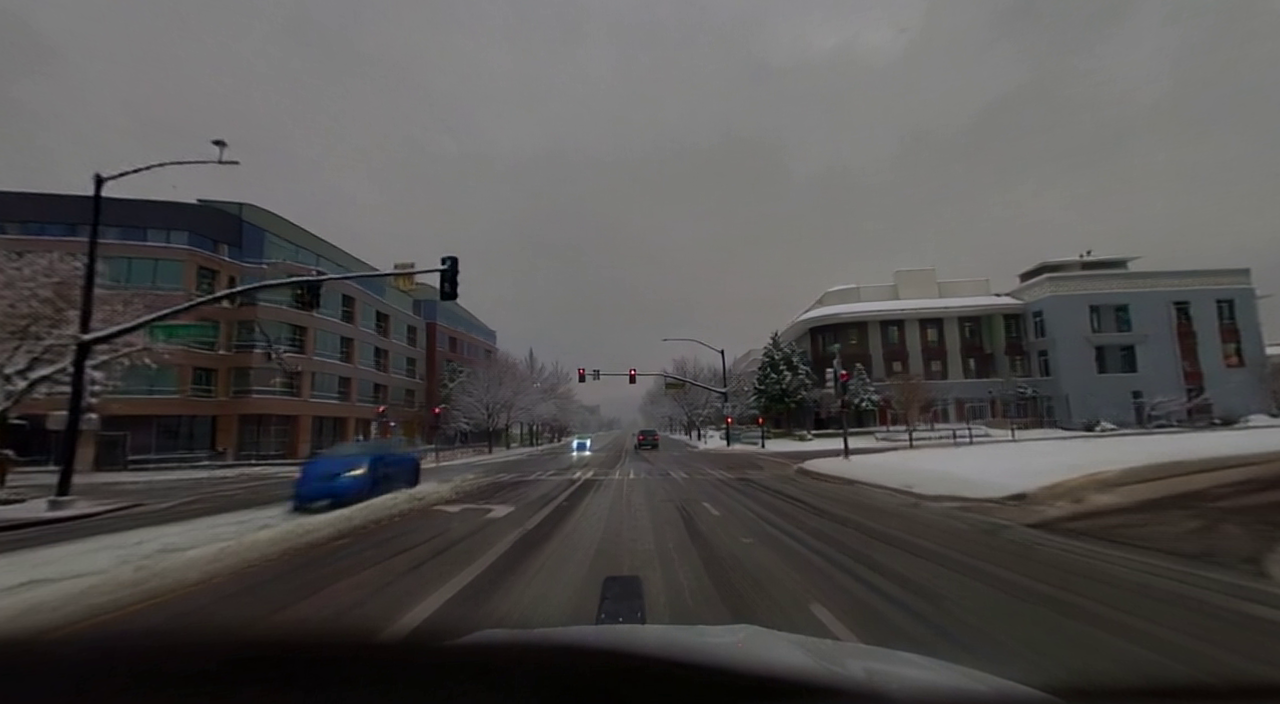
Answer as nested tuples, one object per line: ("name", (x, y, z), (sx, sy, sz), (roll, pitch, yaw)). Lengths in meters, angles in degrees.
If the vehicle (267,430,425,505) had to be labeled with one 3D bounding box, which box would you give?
("vehicle", (-7.526, 2.987, 16.755), (2.165, 1.685, 4.274), (0, -9, -1))
